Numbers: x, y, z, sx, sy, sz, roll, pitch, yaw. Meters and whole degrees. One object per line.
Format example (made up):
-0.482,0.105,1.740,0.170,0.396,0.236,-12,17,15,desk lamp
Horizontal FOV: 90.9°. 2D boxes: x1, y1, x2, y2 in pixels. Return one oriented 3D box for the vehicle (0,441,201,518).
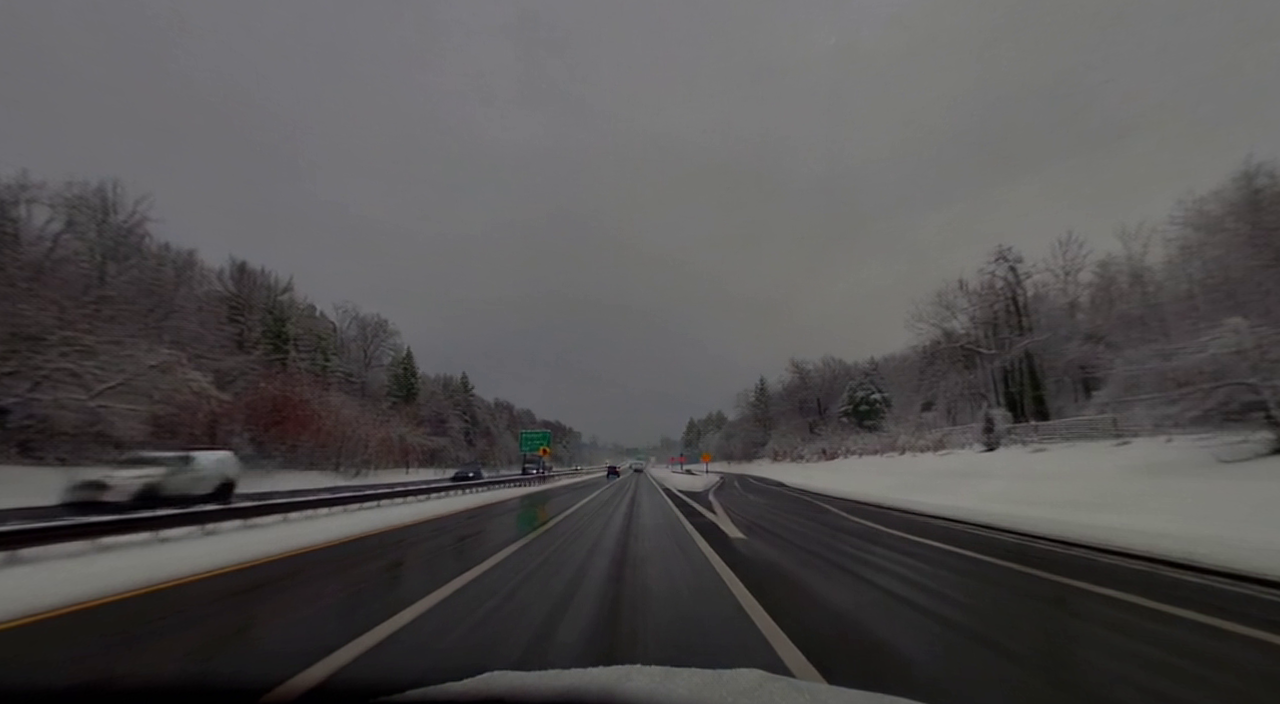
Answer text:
-17.065,4.038,20.196,2.280,2.102,4.976,1,-10,0,vehicle
